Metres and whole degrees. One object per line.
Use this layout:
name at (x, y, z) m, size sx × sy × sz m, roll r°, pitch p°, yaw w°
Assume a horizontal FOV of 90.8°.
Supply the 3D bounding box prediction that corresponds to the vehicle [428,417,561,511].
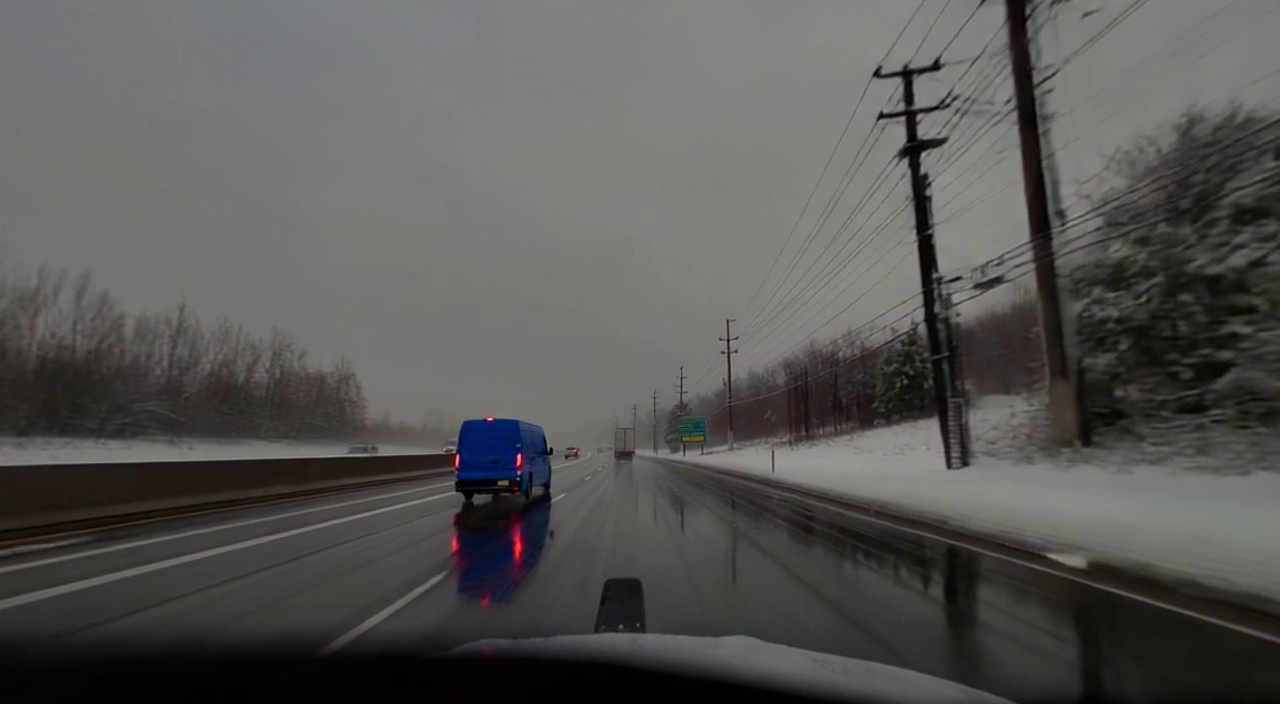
vehicle at (-3.444, 2.804, 16.193) m, size 2.197 × 2.011 × 5.130 m, roll 0°, pitch -9°, yaw 0°
